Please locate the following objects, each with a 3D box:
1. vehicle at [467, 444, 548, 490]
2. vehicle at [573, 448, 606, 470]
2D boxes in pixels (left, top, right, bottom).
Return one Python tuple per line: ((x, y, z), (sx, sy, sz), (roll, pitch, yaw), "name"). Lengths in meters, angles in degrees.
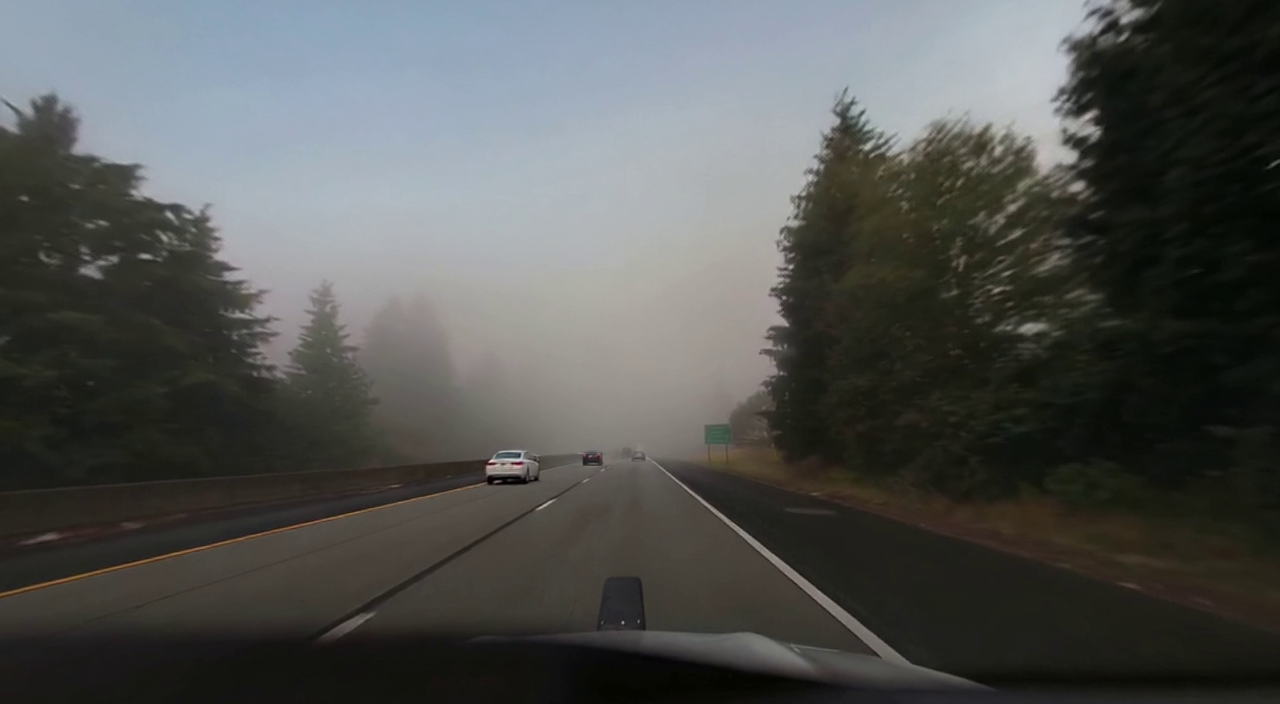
((-4.724, 4.176, 23.159), (1.975, 1.501, 4.603), (0, -9, 0), "vehicle")
((-3.490, 7.521, 44.384), (2.005, 1.474, 3.921), (0, -9, 0), "vehicle")
